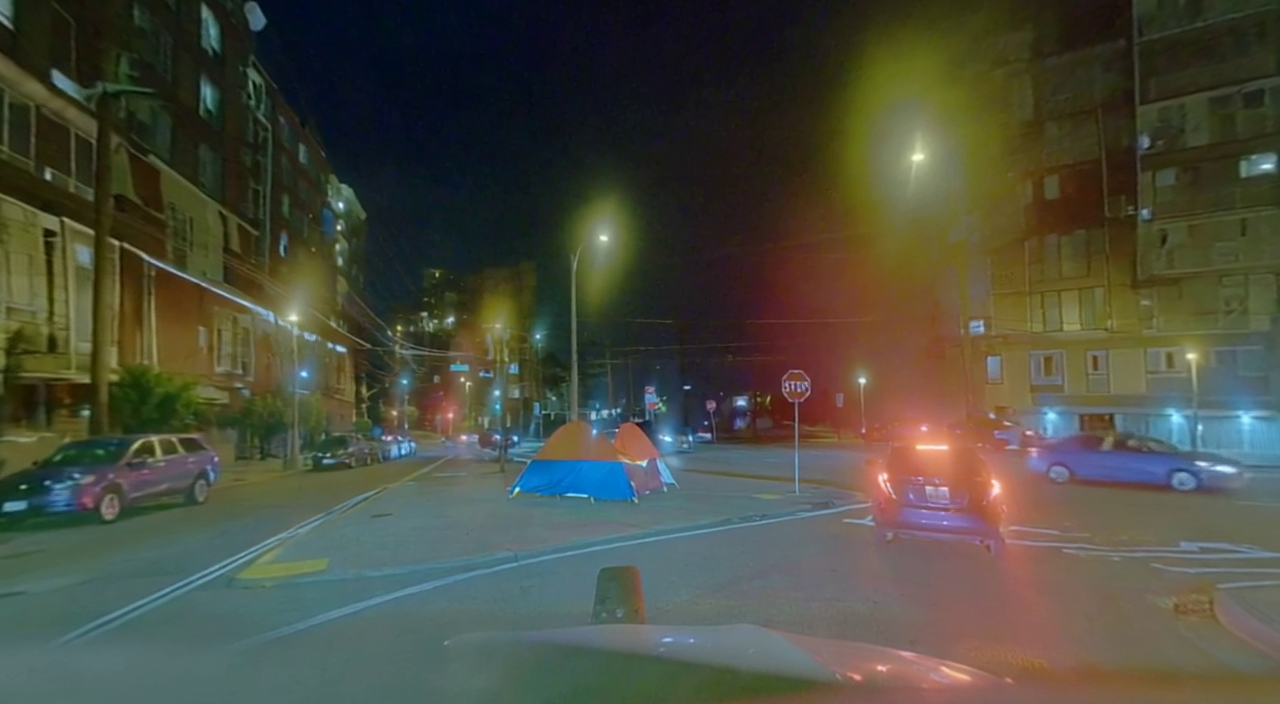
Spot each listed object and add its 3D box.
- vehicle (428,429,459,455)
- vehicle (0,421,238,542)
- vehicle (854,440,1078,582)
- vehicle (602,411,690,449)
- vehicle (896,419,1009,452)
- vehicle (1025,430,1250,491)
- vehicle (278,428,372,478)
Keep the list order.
[{"bbox_3d":[-14.364,6.538,46.038,1.987,1.686,3.971,0,-8,-19],"label":"vehicle"},{"bbox_3d":[-10.068,2.333,12.179,1.934,1.798,5.317,1,-8,-10],"label":"vehicle"},{"bbox_3d":[5.175,2.215,9.771,1.945,1.647,4.160,-8,-11,42],"label":"vehicle"},{"bbox_3d":[0.236,4.512,36.170,2.152,1.970,5.506,5,-10,-35],"label":"vehicle"},{"bbox_3d":[14.921,4.043,30.367,1.790,1.468,4.422,6,-10,-38],"label":"vehicle"},{"bbox_3d":[14.057,3.052,18.138,1.904,1.498,4.642,6,-10,-38],"label":"vehicle"},{"bbox_3d":[-12.898,4.151,26.284,2.054,1.800,5.212,1,-8,-10],"label":"vehicle"}]
